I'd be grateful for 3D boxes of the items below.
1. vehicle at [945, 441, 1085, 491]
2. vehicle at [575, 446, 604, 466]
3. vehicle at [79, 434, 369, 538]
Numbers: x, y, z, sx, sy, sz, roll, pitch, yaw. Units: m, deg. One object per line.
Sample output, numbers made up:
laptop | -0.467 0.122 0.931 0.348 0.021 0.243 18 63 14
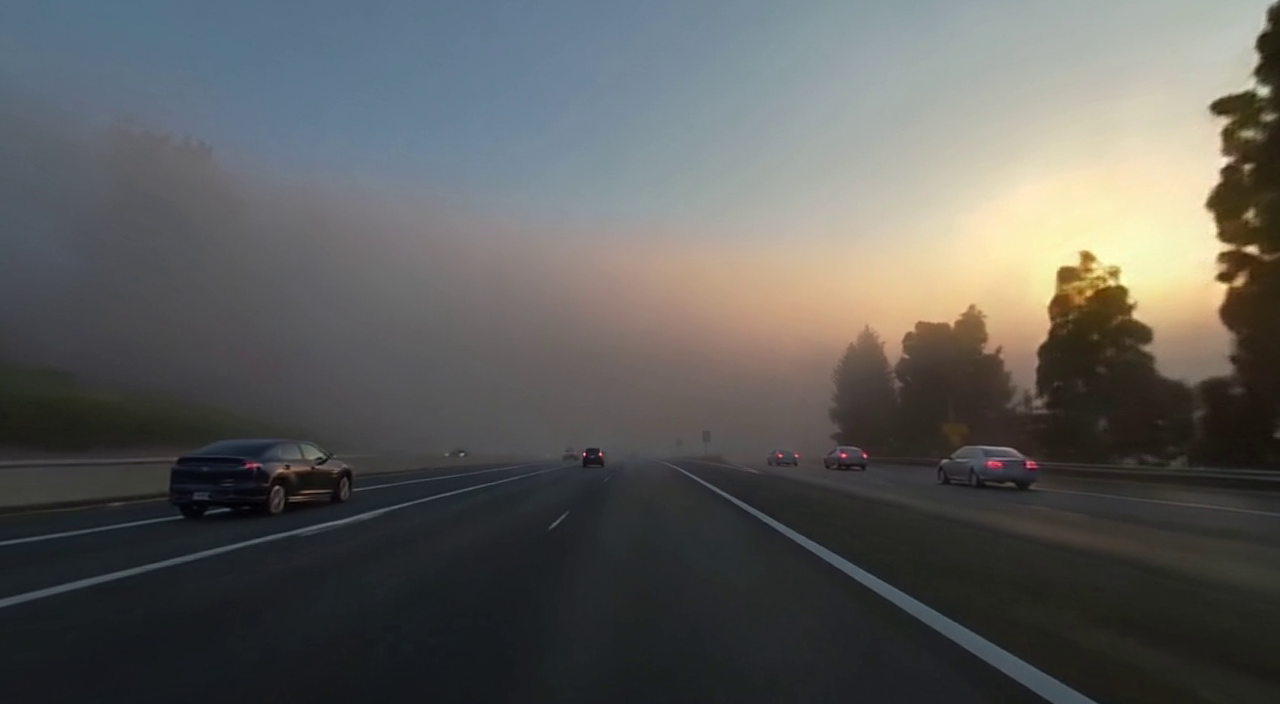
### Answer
vehicle | 12.810 3.884 22.005 2.201 1.535 4.735 0 -8 3
vehicle | -3.869 8.052 49.091 1.936 1.465 4.060 0 -8 0
vehicle | -6.976 2.262 11.408 2.038 1.463 4.656 0 -8 1
